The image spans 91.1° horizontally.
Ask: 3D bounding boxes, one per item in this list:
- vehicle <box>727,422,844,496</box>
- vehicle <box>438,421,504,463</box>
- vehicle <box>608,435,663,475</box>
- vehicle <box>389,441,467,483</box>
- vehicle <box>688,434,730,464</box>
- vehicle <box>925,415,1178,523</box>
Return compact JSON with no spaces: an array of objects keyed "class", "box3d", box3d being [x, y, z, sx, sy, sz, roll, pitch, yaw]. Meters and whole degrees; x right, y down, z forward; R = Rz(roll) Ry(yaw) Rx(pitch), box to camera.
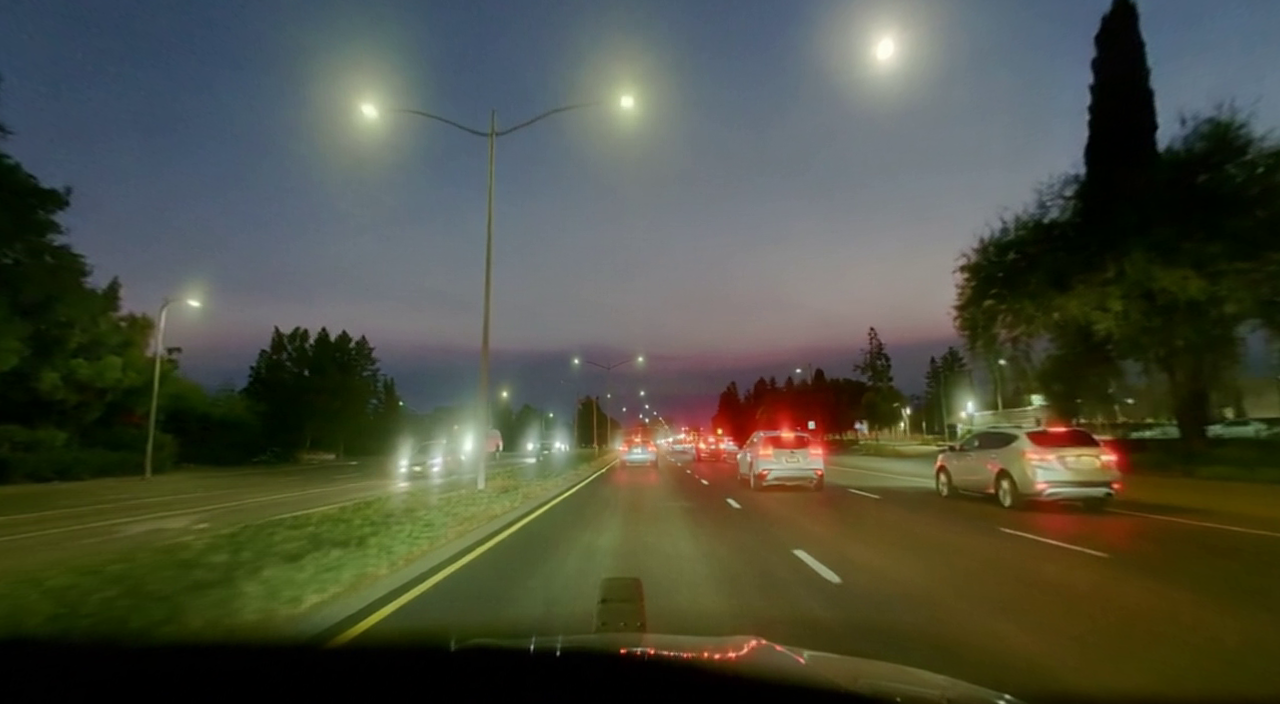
[{"class":"vehicle","box3d":[3.736,2.858,16.987,2.130,1.718,4.310,0,-9,0]},{"class":"vehicle","box3d":[-10.930,5.929,41.083,2.585,2.507,5.743,0,-9,1]},{"class":"vehicle","box3d":[-0.141,4.266,26.122,2.111,1.506,4.018,0,-9,1]},{"class":"vehicle","box3d":[-7.844,4.091,23.546,1.617,1.448,3.609,0,-9,1]},{"class":"vehicle","box3d":[4.116,5.899,38.135,1.982,1.709,4.427,0,-9,0]},{"class":"vehicle","box3d":[7.643,2.221,12.377,2.008,1.714,4.407,0,-9,1]}]
